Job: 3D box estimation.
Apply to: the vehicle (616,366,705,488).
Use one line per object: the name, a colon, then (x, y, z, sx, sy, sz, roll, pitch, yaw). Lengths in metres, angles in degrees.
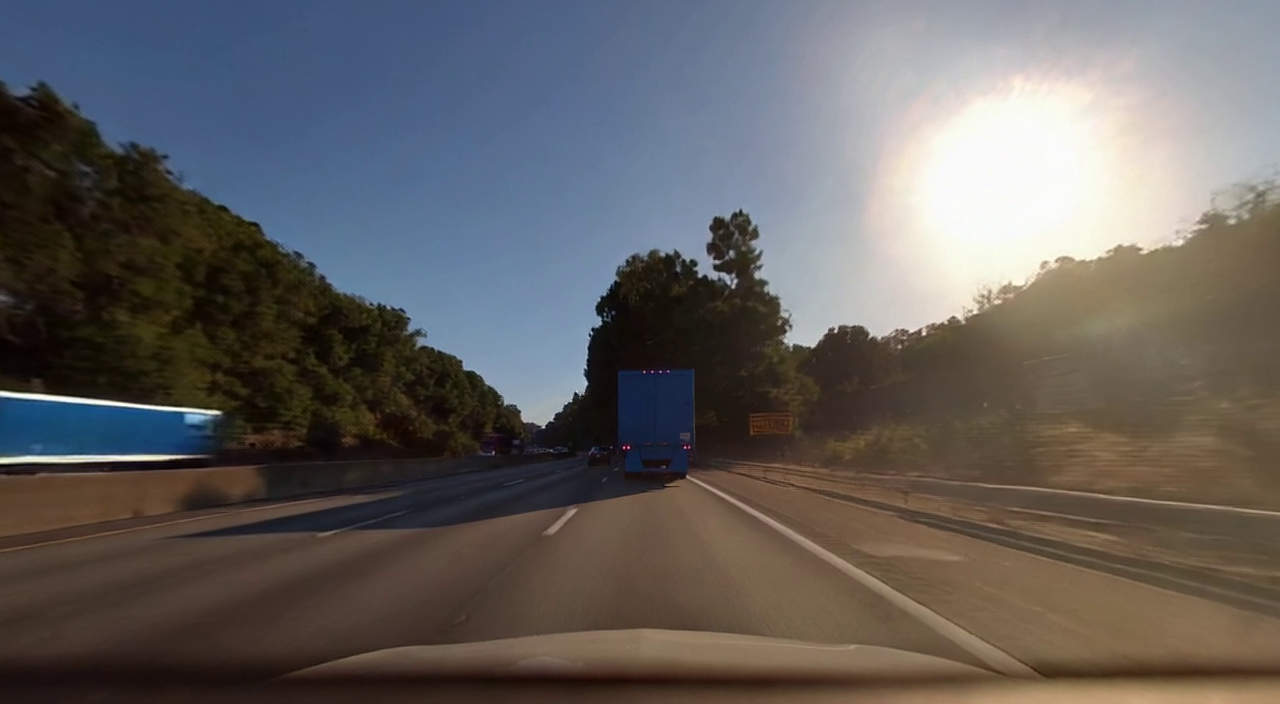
vehicle: (0.624, 3.222, 25.741, 2.898, 3.973, 10.063, 0, -9, 0)

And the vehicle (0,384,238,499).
vehicle: (-24.179, 4.076, 28.009, 3.013, 4.037, 14.686, 0, -9, 0)
